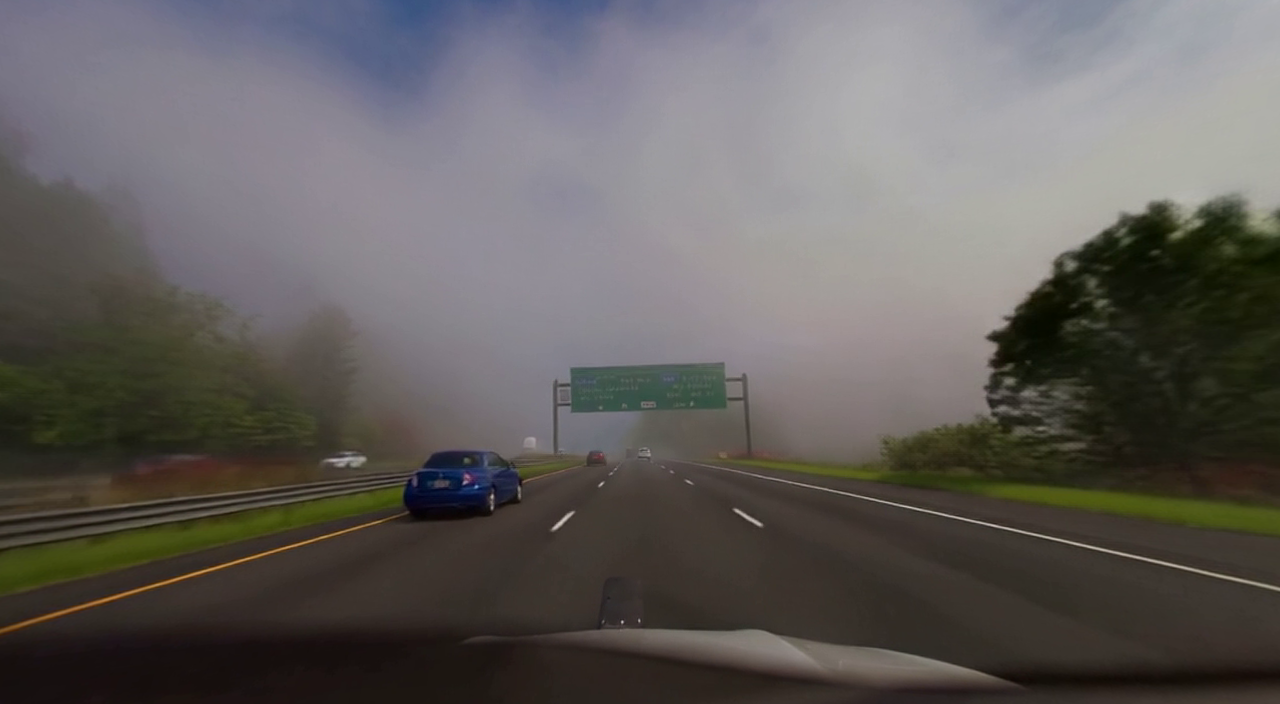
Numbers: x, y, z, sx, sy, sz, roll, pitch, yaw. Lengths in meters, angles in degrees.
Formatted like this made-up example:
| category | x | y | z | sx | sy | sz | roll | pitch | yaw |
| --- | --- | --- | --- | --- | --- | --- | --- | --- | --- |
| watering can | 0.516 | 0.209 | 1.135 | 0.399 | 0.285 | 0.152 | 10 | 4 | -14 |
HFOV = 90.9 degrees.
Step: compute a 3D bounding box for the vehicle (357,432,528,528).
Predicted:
| category | x | y | z | sx | sy | sz | roll | pitch | yaw |
| --- | --- | --- | --- | --- | --- | --- | --- | --- | --- |
| vehicle | -3.710 | 2.500 | 12.854 | 2.028 | 1.584 | 4.481 | 0 | -9 | 0 |
